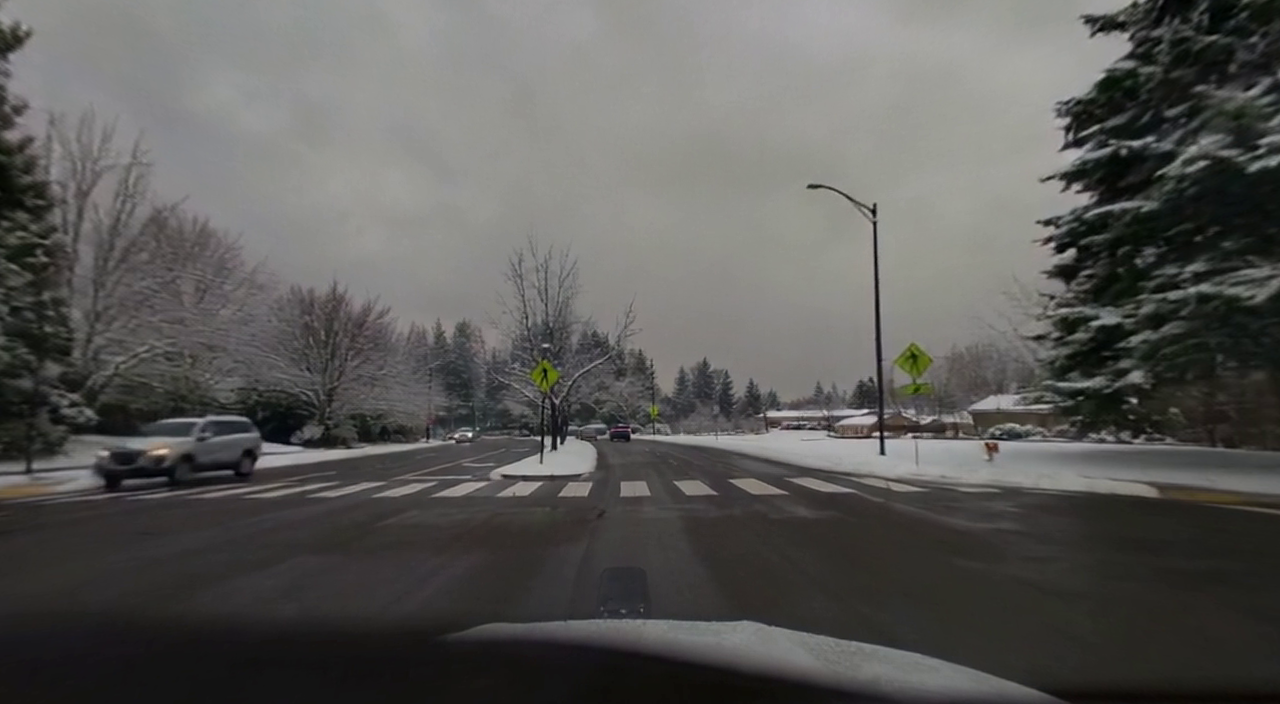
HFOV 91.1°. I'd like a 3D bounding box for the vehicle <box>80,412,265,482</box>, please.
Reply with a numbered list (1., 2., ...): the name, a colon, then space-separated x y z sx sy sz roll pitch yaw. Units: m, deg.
1. vehicle: -14.605 3.030 20.132 2.182 1.933 4.940 1 -8 -2
